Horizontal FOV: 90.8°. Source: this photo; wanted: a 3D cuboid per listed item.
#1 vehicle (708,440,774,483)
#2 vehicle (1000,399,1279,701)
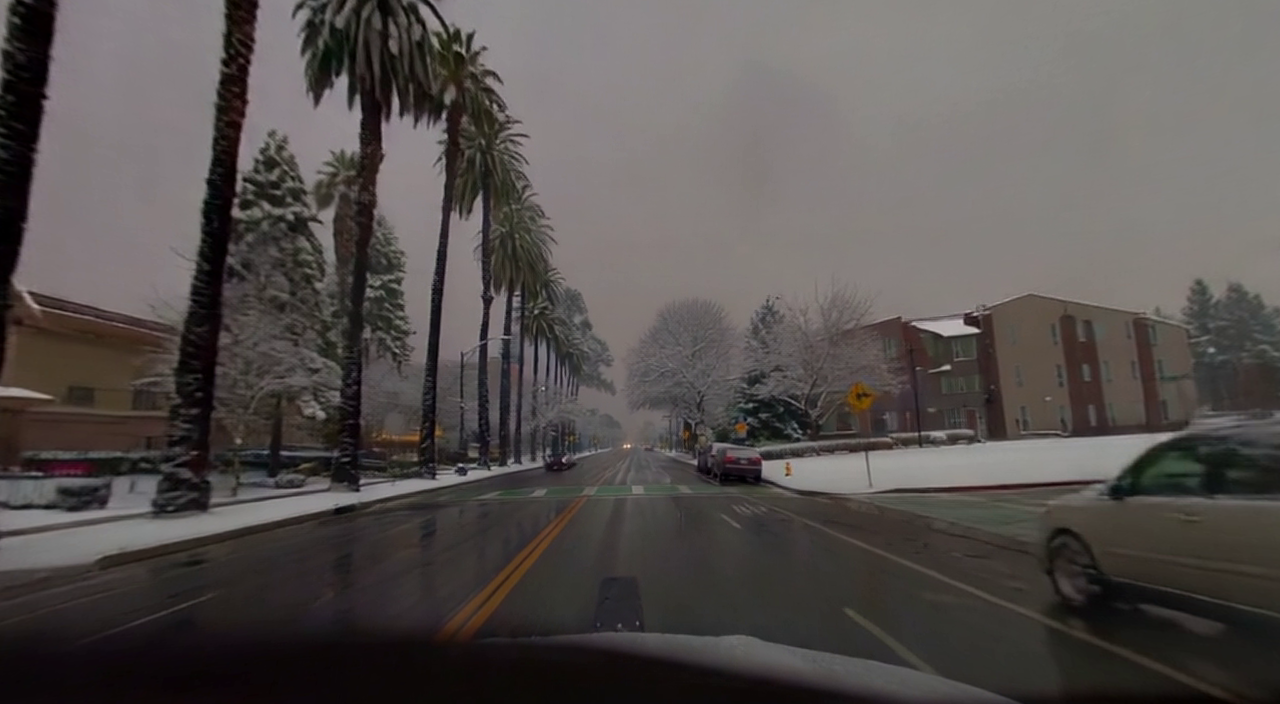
[{"bbox_3d":[4.251,4.674,27.243,1.997,1.640,4.494,0,-9,-1],"label":"vehicle"},{"bbox_3d":[4.747,1.166,3.867,2.144,1.720,4.794,0,-9,-1],"label":"vehicle"}]
